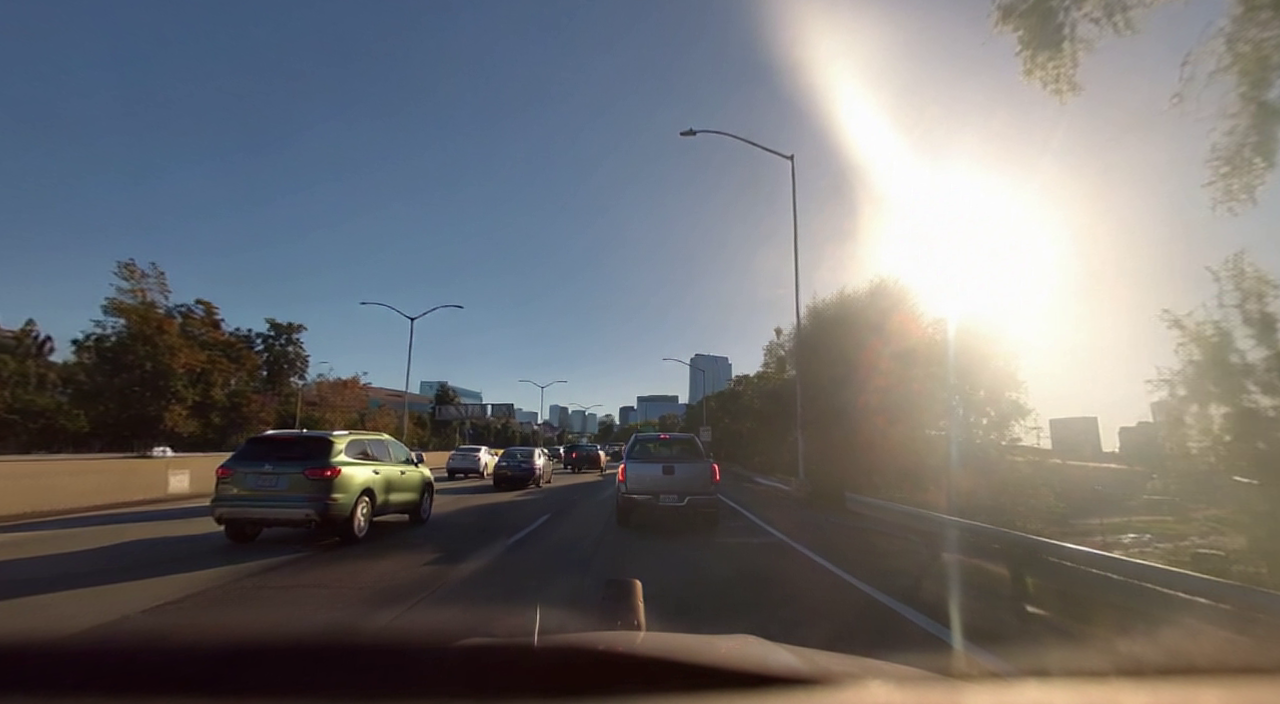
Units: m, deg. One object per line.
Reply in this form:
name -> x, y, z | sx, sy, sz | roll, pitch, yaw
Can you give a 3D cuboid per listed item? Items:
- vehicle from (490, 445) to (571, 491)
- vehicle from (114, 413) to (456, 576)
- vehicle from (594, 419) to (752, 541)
vehicle -> -3.733, 4.027, 22.305 | 1.868, 1.470, 4.105 | -1, -9, 4
vehicle -> -4.413, 1.834, 8.913 | 2.076, 1.688, 4.334 | -1, -9, 4
vehicle -> 0.513, 2.160, 11.269 | 2.235, 1.716, 4.435 | 0, -9, 1
